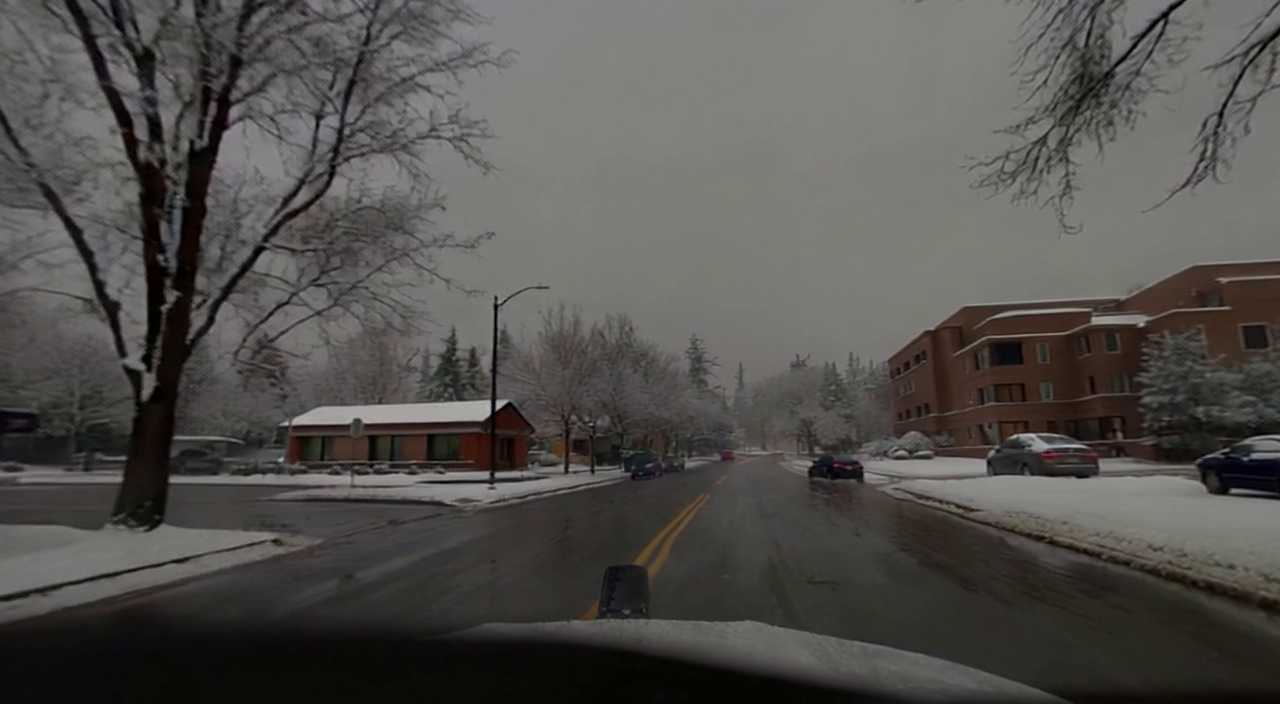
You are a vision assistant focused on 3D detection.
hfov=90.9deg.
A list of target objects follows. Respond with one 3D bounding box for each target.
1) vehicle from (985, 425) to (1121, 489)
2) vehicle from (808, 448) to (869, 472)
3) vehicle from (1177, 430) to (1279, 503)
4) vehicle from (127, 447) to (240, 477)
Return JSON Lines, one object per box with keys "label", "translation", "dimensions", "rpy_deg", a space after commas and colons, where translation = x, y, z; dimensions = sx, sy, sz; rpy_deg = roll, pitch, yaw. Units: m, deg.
{"label": "vehicle", "translation": [13.467, 3.486, 20.959], "dimensions": [2.018, 1.840, 4.662], "rpy_deg": [-2, -9, 11]}
{"label": "vehicle", "translation": [15.150, 8.255, 48.195], "dimensions": [4.277, 1.740, 2.097], "rpy_deg": [-4, -9, 18]}
{"label": "vehicle", "translation": [14.628, 2.505, 13.956], "dimensions": [1.903, 1.528, 4.374], "rpy_deg": [-2, -9, 6]}
{"label": "vehicle", "translation": [-26.779, 6.451, 37.167], "dimensions": [4.814, 1.609, 2.197], "rpy_deg": [1, -9, -8]}
